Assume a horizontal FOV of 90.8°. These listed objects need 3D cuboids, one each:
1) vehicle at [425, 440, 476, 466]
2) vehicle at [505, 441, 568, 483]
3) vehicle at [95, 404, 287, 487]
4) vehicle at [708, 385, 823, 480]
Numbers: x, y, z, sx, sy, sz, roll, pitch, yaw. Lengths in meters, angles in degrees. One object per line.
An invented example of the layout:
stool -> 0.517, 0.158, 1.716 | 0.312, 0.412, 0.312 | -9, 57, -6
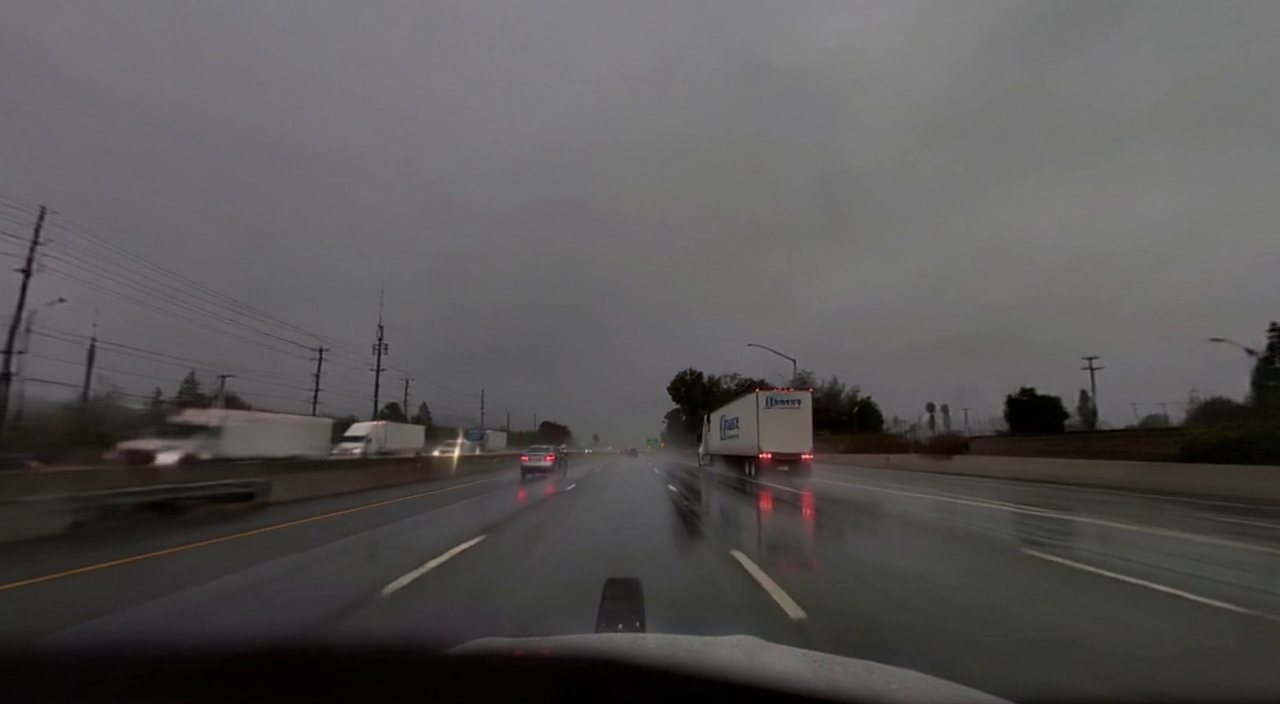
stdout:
vehicle -> -13.443, 7.209, 45.133 | 2.193, 1.724, 4.842 | 0, -9, 0
vehicle -> -4.345, 4.677, 27.130 | 2.027, 1.651, 4.099 | 0, -9, 0
vehicle -> -13.417, 2.888, 19.443 | 2.215, 2.225, 4.941 | 0, -9, 0
vehicle -> 6.421, 4.795, 36.041 | 2.919, 4.195, 15.833 | 0, -9, -1
